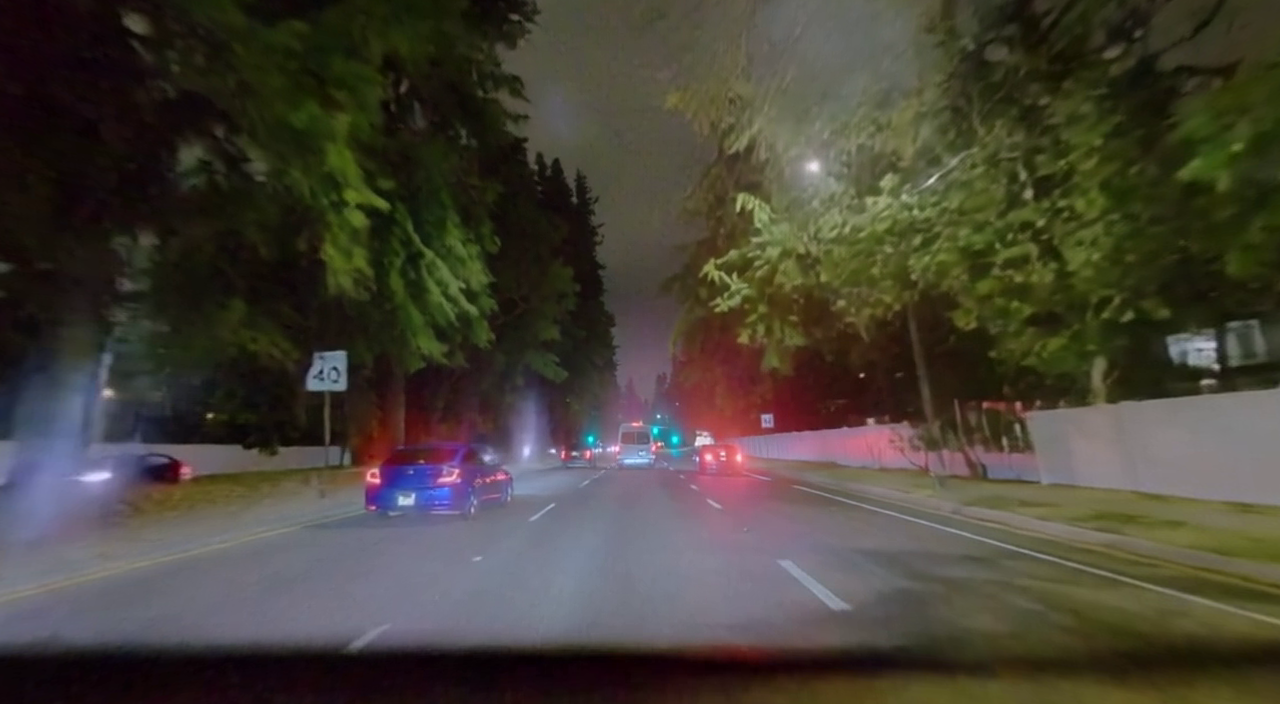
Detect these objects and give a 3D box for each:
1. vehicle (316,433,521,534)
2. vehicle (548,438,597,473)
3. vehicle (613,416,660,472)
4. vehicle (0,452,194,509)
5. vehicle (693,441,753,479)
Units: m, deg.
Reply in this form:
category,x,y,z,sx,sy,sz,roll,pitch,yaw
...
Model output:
category,x,y,z,sx,sy,sz,roll,pitch,yaw
vehicle,-3.733,2.293,11.664,2.036,1.474,4.647,0,-8,1
vehicle,-3.541,5.506,33.708,2.021,1.715,4.329,0,-8,1
vehicle,-0.192,4.948,33.803,2.311,2.726,5.814,0,-8,0
vehicle,-17.365,4.056,20.413,1.931,1.525,5.106,0,-8,1
vehicle,3.487,4.624,27.144,1.945,1.469,4.258,0,-8,-1
